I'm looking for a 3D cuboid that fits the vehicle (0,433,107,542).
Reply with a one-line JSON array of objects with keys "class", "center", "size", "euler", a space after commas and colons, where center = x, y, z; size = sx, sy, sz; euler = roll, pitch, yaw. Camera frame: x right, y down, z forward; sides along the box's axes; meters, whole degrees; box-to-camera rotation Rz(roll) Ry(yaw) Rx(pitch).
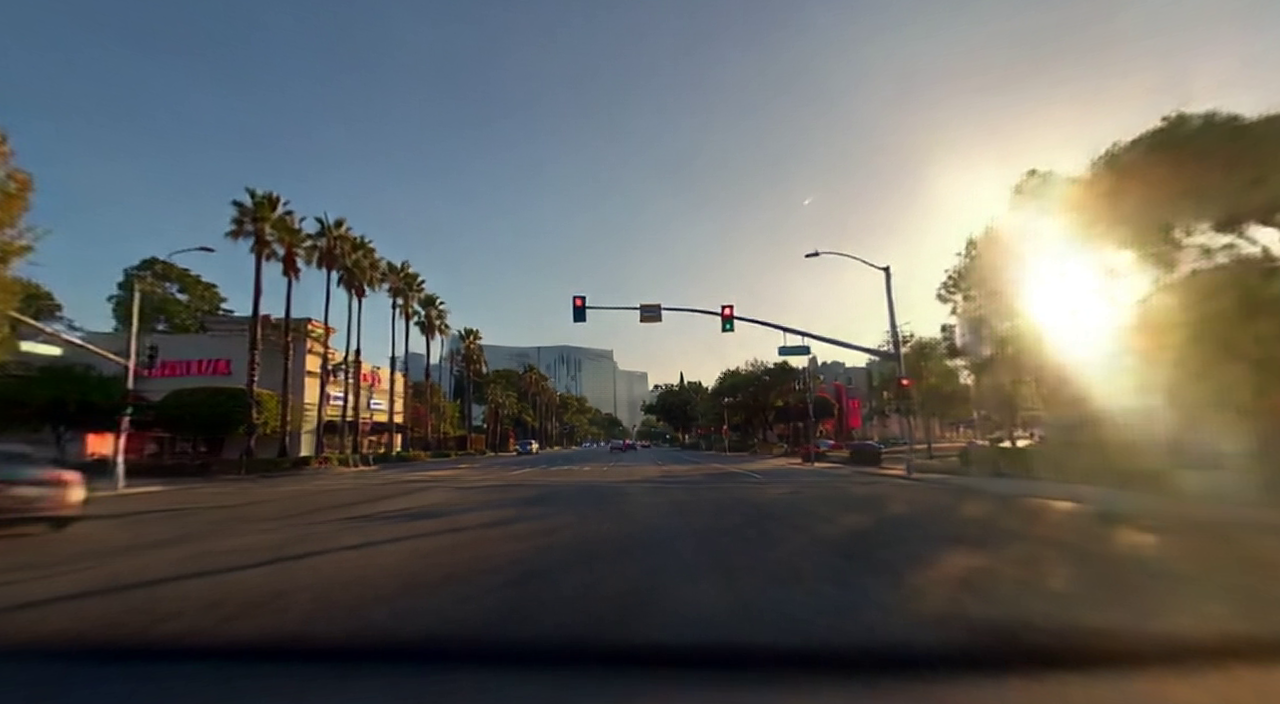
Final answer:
[{"class": "vehicle", "center": [-11.327, 2.217, 10.662], "size": [3.885, 1.639, 1.990], "euler": [-4, -9, 25]}]
